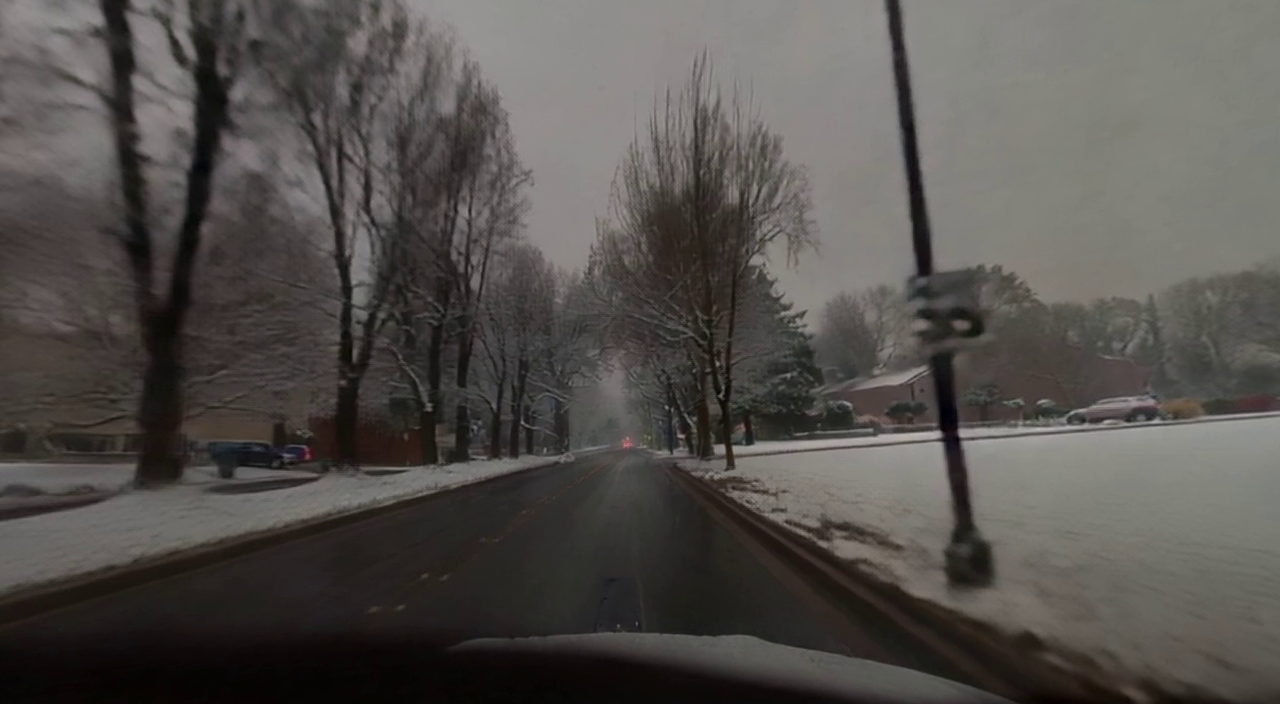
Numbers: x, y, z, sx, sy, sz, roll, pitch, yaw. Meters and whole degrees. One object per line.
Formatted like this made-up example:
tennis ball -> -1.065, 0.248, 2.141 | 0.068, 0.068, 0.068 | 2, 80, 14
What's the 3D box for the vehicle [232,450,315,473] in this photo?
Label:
vehicle -> -24.617, 7.334, 42.566 | 4.440, 1.460, 1.819 | 0, -8, 0
